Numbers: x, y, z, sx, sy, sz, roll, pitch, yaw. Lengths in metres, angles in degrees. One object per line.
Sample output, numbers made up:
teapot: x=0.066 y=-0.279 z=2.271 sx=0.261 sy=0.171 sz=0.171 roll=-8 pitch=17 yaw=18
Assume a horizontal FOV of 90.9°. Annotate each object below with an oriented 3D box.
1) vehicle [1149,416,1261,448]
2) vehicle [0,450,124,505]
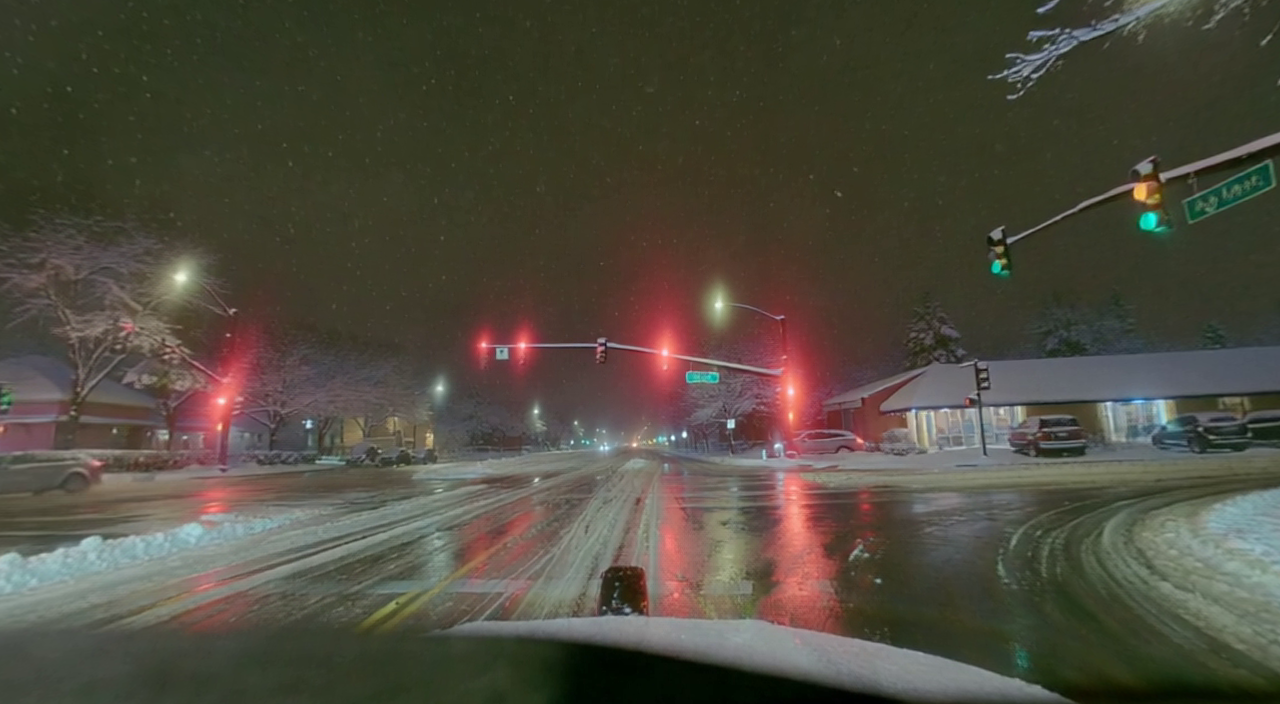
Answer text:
vehicle: x=28.264 y=4.069 z=31.729 sx=1.799 sy=1.459 sz=4.266 roll=-1 pitch=-8 yaw=3
vehicle: x=-18.776 y=3.769 z=19.262 sx=1.919 sy=1.513 sz=4.604 roll=-1 pitch=-8 yaw=3
